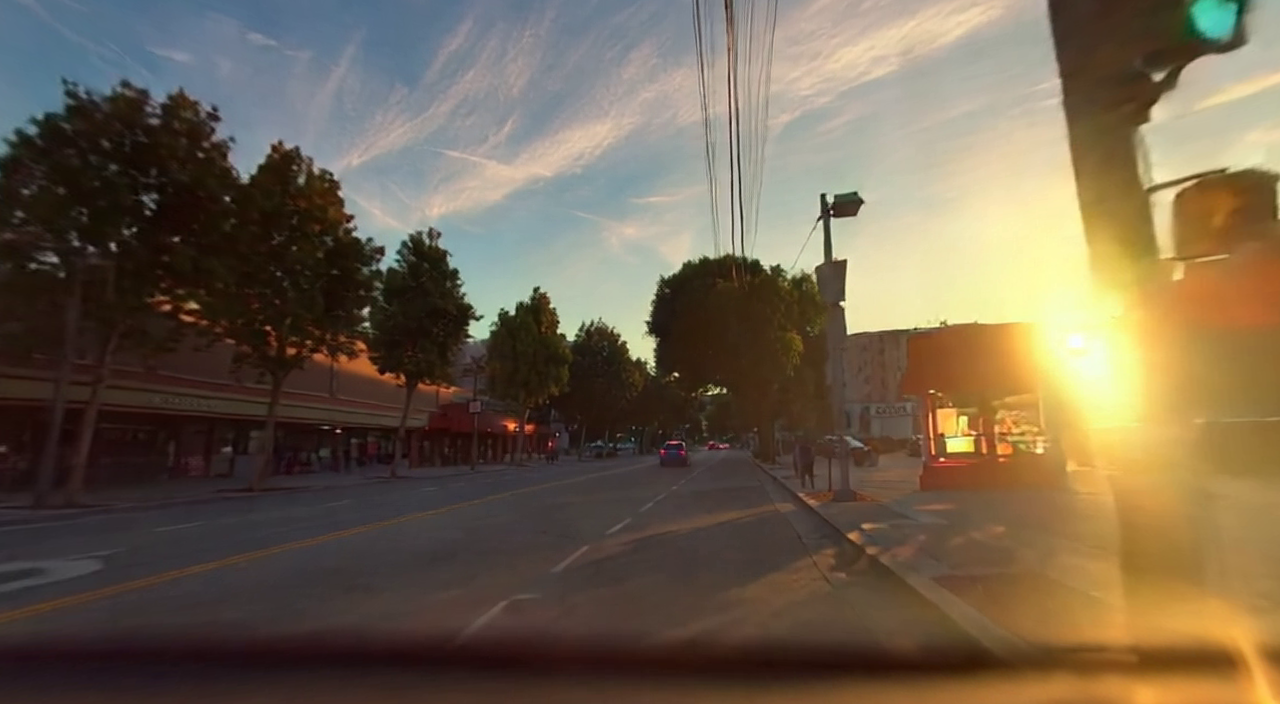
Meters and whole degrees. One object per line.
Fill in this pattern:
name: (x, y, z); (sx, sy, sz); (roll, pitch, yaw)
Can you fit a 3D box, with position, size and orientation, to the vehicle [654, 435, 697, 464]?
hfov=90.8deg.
vehicle: (2.340, 6.229, 40.409); (2.101, 1.721, 4.364); (-2, -9, 11)
